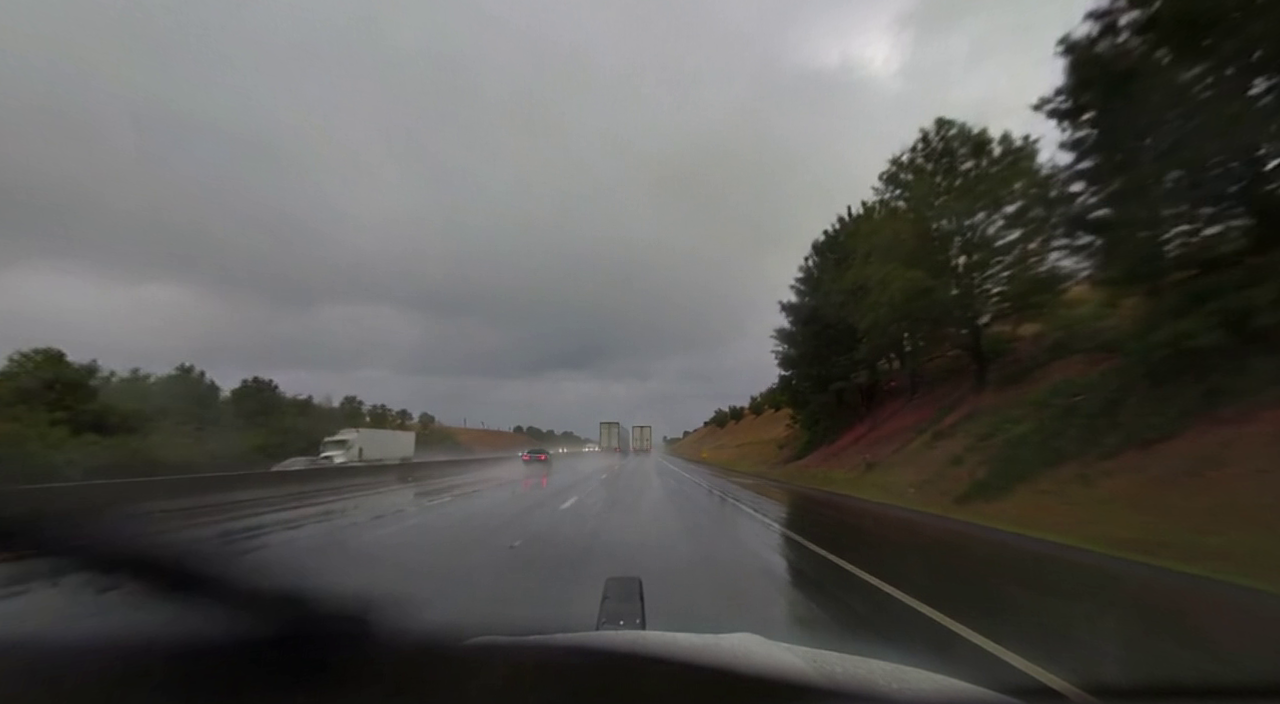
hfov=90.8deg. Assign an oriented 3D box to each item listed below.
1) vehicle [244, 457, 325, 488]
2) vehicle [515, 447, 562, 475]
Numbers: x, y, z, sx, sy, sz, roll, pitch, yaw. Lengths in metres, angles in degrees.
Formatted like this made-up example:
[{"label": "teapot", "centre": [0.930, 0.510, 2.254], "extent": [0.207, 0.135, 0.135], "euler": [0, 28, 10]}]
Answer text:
[{"label": "vehicle", "centre": [-18.697, 6.332, 33.434], "extent": [1.815, 1.431, 4.216], "euler": [0, -9, 0]}, {"label": "vehicle", "centre": [-5.788, 6.282, 36.535], "extent": [2.091, 1.527, 4.455], "euler": [0, -9, -1]}]
